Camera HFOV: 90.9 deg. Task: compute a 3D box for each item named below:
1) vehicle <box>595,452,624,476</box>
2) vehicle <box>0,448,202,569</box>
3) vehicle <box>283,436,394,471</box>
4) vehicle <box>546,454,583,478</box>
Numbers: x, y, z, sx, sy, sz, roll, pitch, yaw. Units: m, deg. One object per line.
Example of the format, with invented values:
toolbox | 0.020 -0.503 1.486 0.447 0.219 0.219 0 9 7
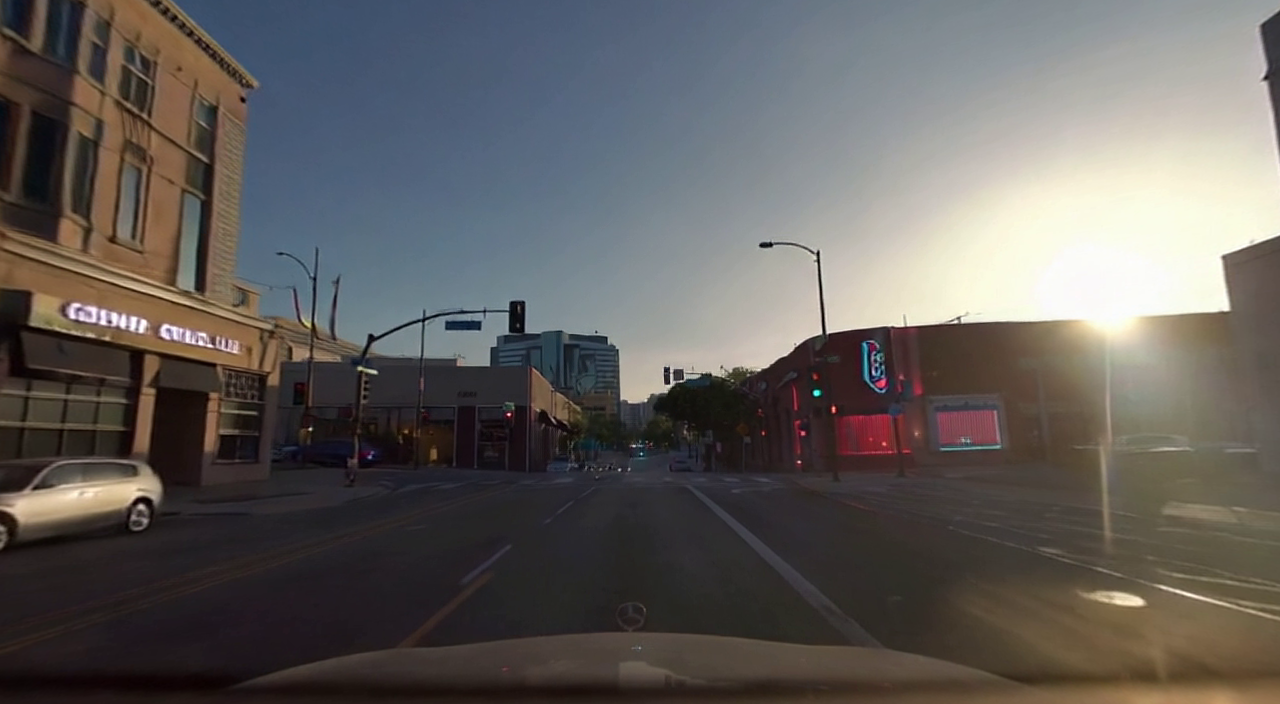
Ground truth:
vehicle | -2.302 8.612 48.669 1.981 1.625 4.399 0 -8 0
vehicle | -9.320 2.278 9.739 1.908 1.529 4.522 0 -8 -1
vehicle | -17.587 5.933 36.969 5.376 1.994 2.196 0 -8 2
vehicle | -5.774 8.763 48.675 2.167 1.643 4.518 -1 -8 2
